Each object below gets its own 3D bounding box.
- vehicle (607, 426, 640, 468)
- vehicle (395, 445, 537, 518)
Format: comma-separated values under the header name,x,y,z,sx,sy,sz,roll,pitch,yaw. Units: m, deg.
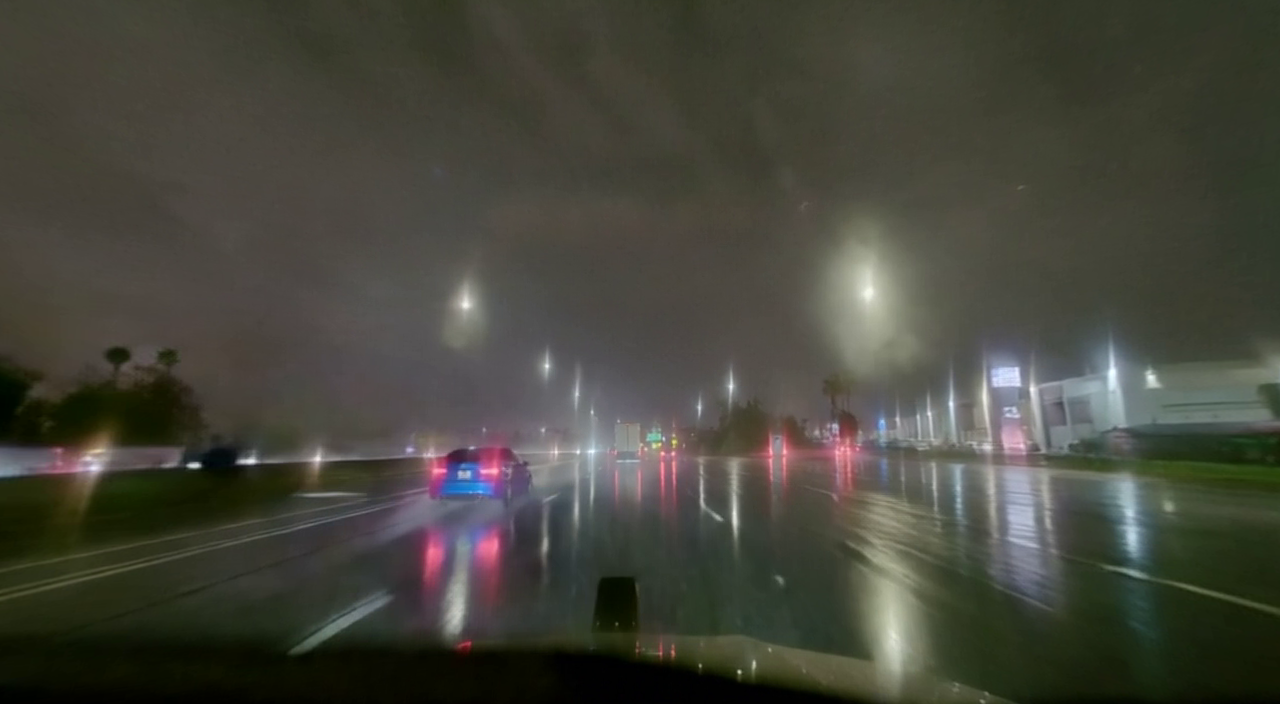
name,x,y,z,sx,sy,sz,roll,pitch,yaw
vehicle,-1.281,7.204,48.115,2.364,2.953,6.495,0,-9,-2
vehicle,-3.850,2.926,14.887,2.097,1.447,4.291,0,-9,0
